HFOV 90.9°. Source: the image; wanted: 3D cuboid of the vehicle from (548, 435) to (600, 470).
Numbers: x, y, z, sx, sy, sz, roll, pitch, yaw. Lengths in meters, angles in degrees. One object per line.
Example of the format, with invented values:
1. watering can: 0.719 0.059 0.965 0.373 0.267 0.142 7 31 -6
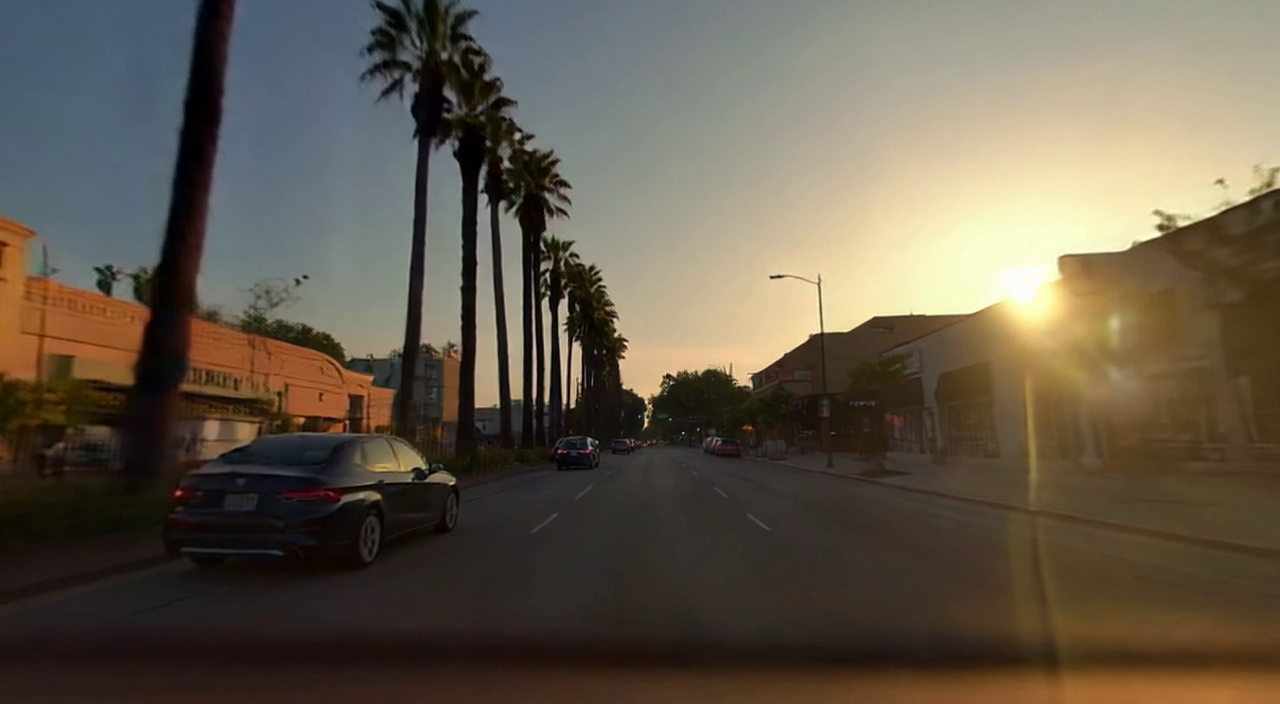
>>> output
1. vehicle: -3.236 5.036 31.643 2.024 1.636 4.121 0 -9 2

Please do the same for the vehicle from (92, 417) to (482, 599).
1. vehicle: -3.544 1.646 7.576 2.032 1.511 4.424 0 -9 1

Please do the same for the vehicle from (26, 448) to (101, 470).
1. vehicle: -40.813 7.569 44.614 4.387 1.471 1.856 -3 -9 19
